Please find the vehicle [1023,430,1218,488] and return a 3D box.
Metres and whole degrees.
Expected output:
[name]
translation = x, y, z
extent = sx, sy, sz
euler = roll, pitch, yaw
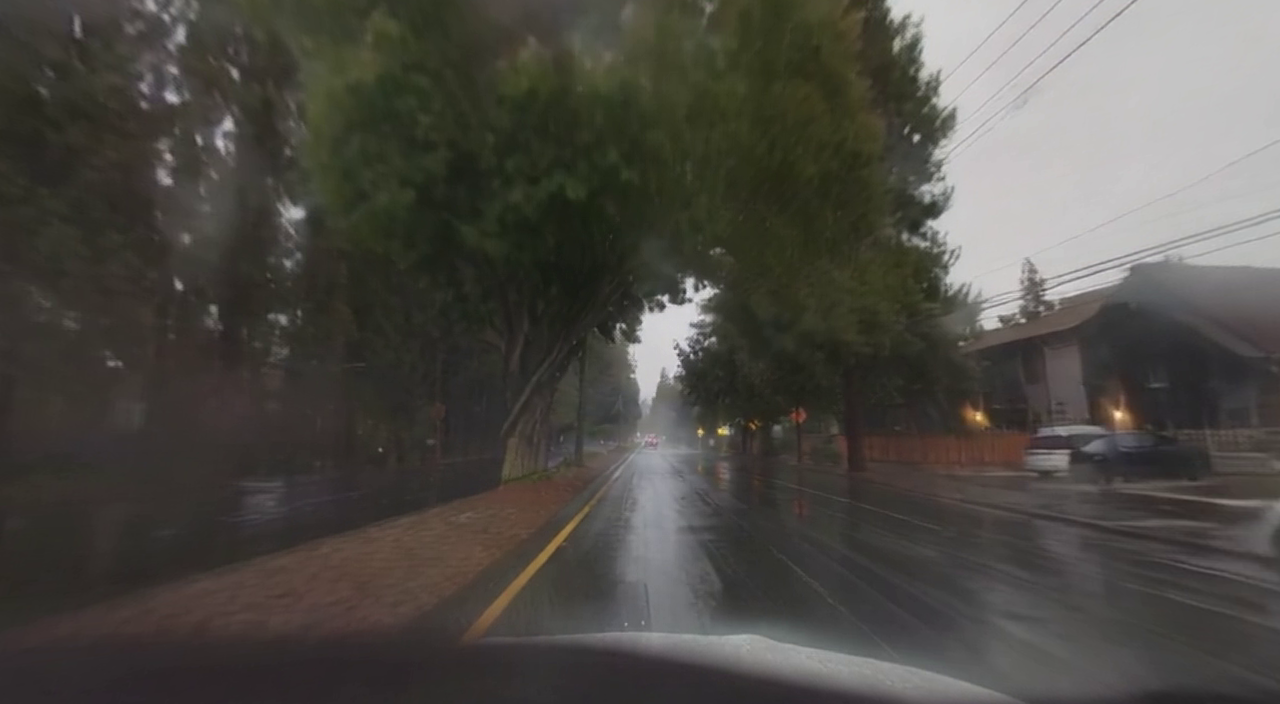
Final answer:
[vehicle]
translation = 14.891, 3.333, 19.723
extent = 4.511, 1.661, 1.934
euler = 1, -8, -2
